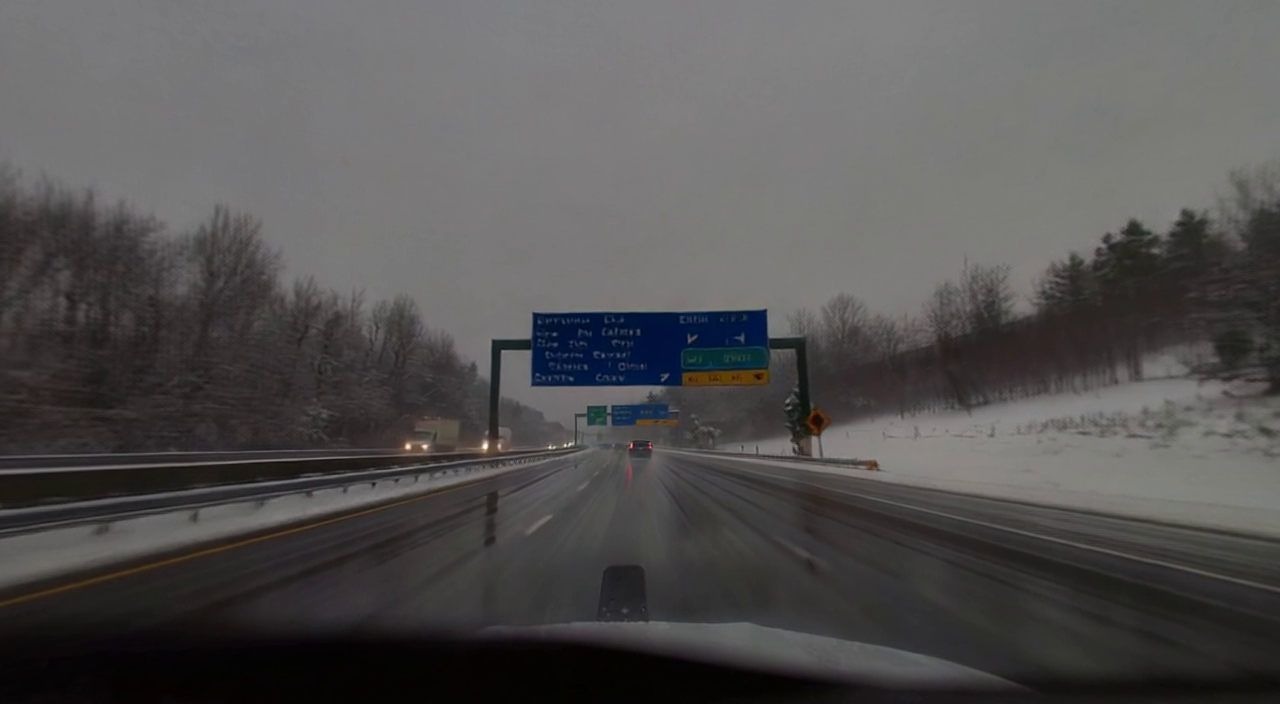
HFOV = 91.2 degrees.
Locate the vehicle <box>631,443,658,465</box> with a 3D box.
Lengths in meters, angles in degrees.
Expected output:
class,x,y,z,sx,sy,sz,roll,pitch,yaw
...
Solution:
class,x,y,z,sx,sy,sz,roll,pitch,yaw
vehicle,0.302,7.139,44.120,1.859,1.478,3.799,0,-8,0
